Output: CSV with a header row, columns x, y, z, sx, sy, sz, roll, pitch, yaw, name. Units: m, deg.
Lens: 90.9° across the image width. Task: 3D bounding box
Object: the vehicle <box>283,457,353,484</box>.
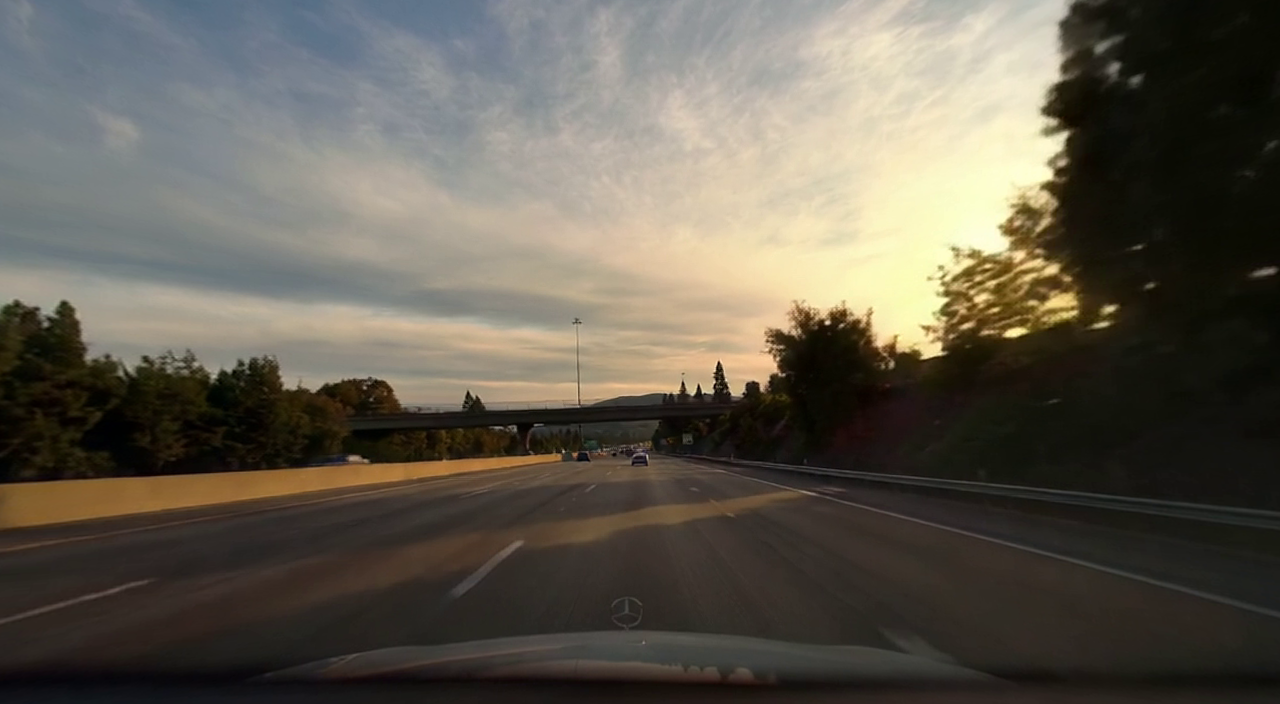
x,y,z,sx,sy,sz,roll,pitch,yaw,name
-19.248,7.081,37.865,1.833,1.416,4.504,0,-9,0,vehicle
